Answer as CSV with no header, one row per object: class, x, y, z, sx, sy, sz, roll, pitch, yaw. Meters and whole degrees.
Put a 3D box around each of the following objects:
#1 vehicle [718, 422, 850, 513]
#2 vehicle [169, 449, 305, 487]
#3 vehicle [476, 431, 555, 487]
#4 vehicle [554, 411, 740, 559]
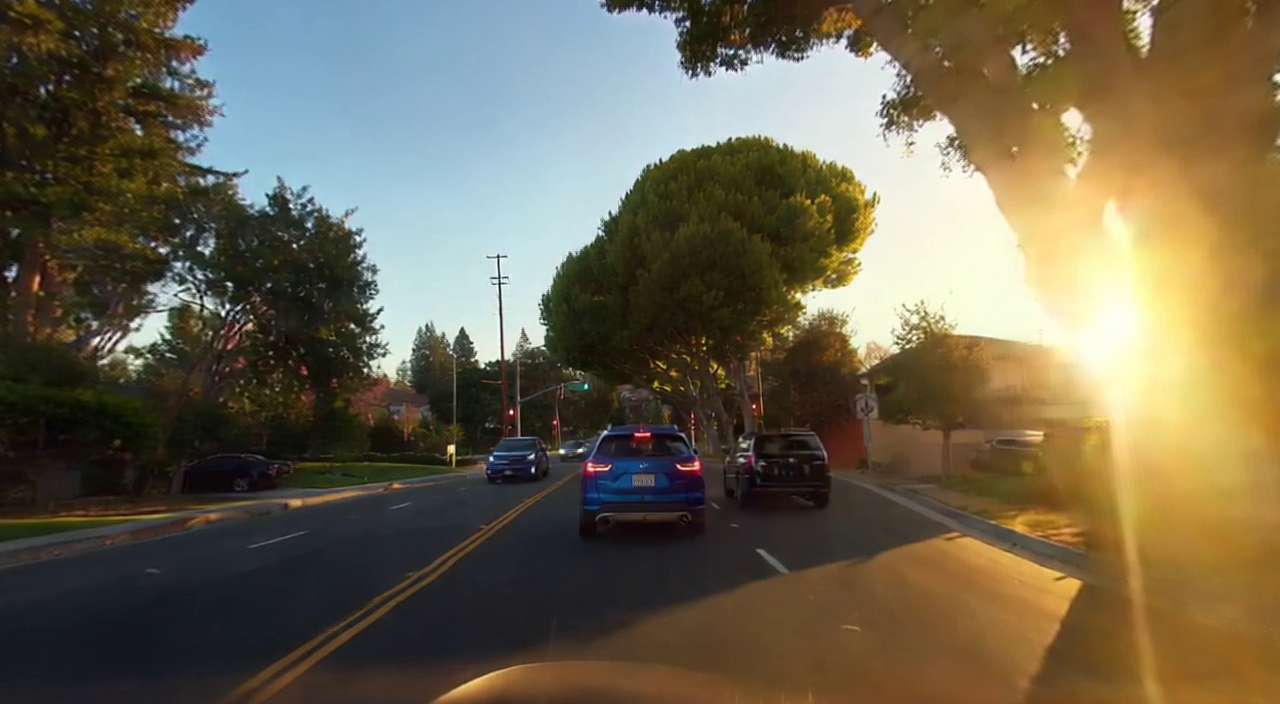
vehicle,3.081,2.569,14.495,1.967,1.756,4.281,0,-8,-1
vehicle,-16.161,4.663,25.433,4.245,1.446,1.827,0,-8,0
vehicle,-4.788,4.198,25.170,2.138,1.938,5.584,0,-8,-1
vehicle,0.055,1.843,9.438,2.151,1.695,4.100,0,-8,-1
